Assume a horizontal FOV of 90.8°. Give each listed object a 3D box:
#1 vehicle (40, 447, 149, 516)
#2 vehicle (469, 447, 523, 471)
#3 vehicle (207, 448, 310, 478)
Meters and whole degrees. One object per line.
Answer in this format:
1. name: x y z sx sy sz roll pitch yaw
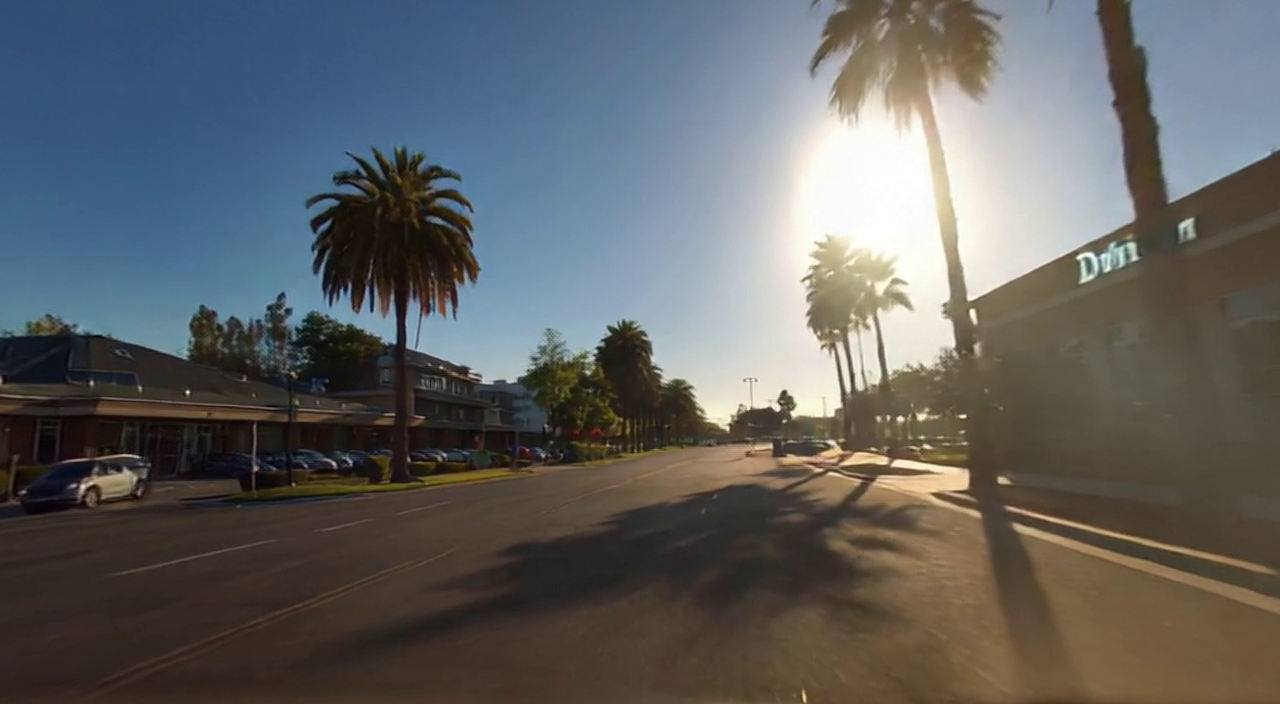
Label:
1. vehicle: -16.971 3.930 19.868 2.174 1.863 4.651 7 -11 -38
2. vehicle: -11.019 8.204 48.422 3.635 1.521 1.726 3 -6 4
3. vehicle: -23.814 6.922 39.539 5.193 1.830 2.049 -1 -9 4
